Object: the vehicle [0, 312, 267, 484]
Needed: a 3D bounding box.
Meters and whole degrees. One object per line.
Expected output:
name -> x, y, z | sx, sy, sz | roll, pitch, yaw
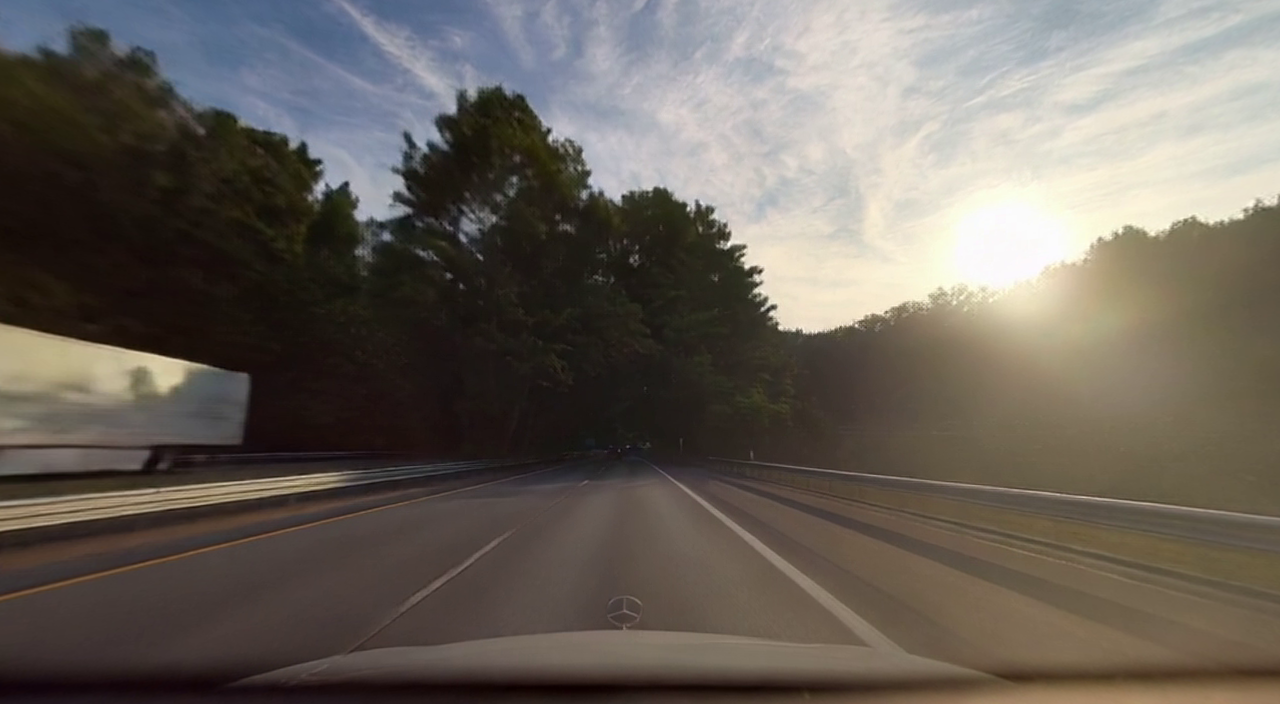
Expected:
vehicle -> -16.756, 1.721, 18.983 | 2.871, 4.035, 13.724 | 0, -9, -1
